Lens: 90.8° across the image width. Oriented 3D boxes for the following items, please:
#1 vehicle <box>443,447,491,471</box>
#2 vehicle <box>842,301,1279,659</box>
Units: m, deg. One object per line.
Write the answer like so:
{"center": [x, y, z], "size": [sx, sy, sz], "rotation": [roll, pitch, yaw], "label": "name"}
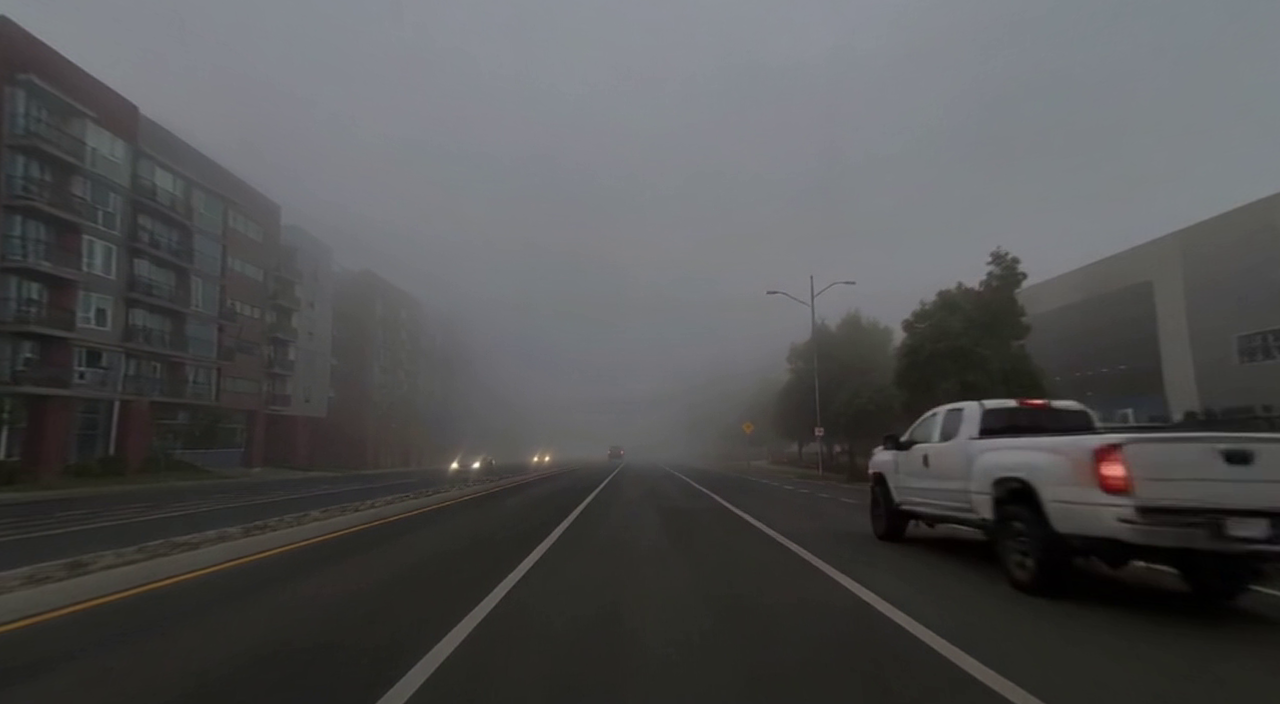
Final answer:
{"center": [-11.247, 6.985, 41.375], "size": [1.834, 1.482, 4.349], "rotation": [0, -9, 0], "label": "vehicle"}
{"center": [4.717, 1.275, 7.258], "size": [2.723, 2.409, 5.869], "rotation": [0, -9, -1], "label": "vehicle"}
